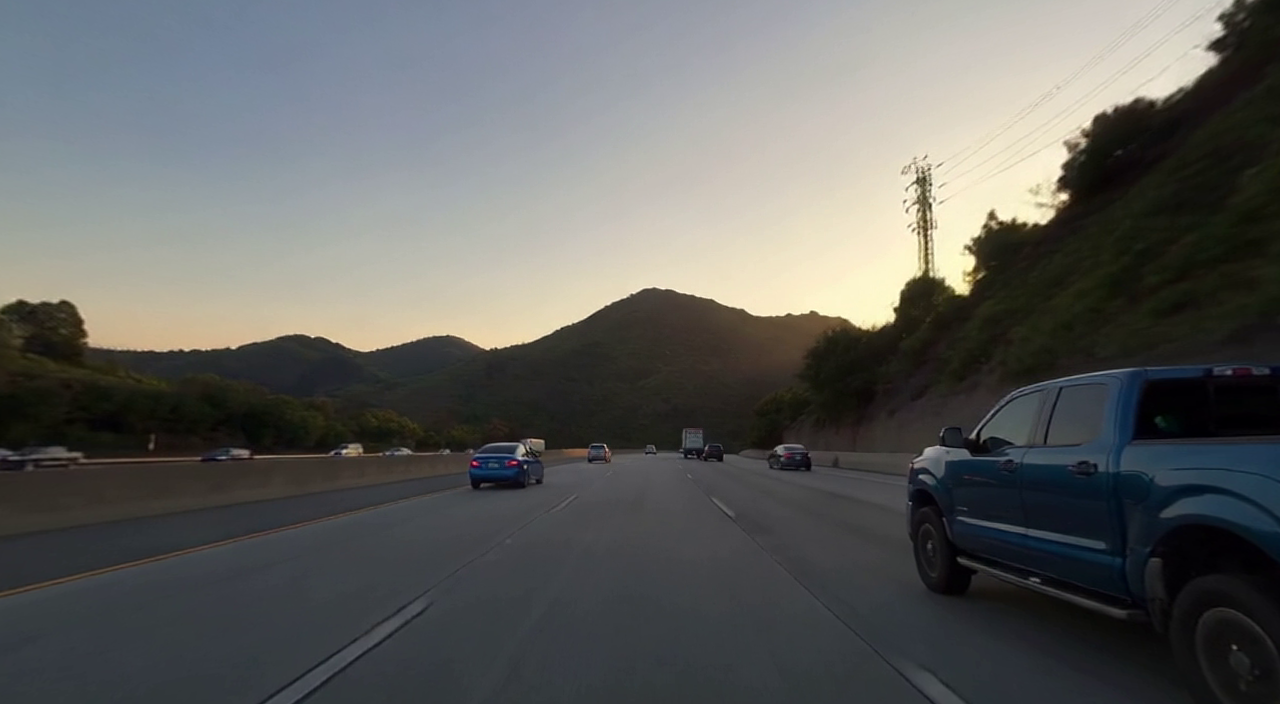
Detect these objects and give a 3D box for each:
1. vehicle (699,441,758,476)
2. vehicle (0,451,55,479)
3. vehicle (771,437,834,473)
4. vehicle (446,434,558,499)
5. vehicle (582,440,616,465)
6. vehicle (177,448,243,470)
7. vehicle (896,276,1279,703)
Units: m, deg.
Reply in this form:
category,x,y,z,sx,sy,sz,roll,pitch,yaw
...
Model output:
category,x,y,z,sx,sy,sz,roll,pitch,yaw
vehicle,3.966,4.837,28.899,2.046,1.471,4.333,0,-8,0
vehicle,-34.286,6.041,33.871,1.686,1.423,4.192,0,-8,1
vehicle,8.030,5.113,31.566,1.986,1.633,4.430,0,-8,0
vehicle,-3.819,3.250,18.365,2.113,1.636,4.494,-1,-8,2
vehicle,-2.913,7.285,45.860,2.021,1.679,4.310,-1,-8,3
vehicle,-30.176,7.495,44.402,1.719,1.419,4.075,0,-8,2
vehicle,3.449,0.820,3.265,2.098,1.925,5.171,0,-8,1
